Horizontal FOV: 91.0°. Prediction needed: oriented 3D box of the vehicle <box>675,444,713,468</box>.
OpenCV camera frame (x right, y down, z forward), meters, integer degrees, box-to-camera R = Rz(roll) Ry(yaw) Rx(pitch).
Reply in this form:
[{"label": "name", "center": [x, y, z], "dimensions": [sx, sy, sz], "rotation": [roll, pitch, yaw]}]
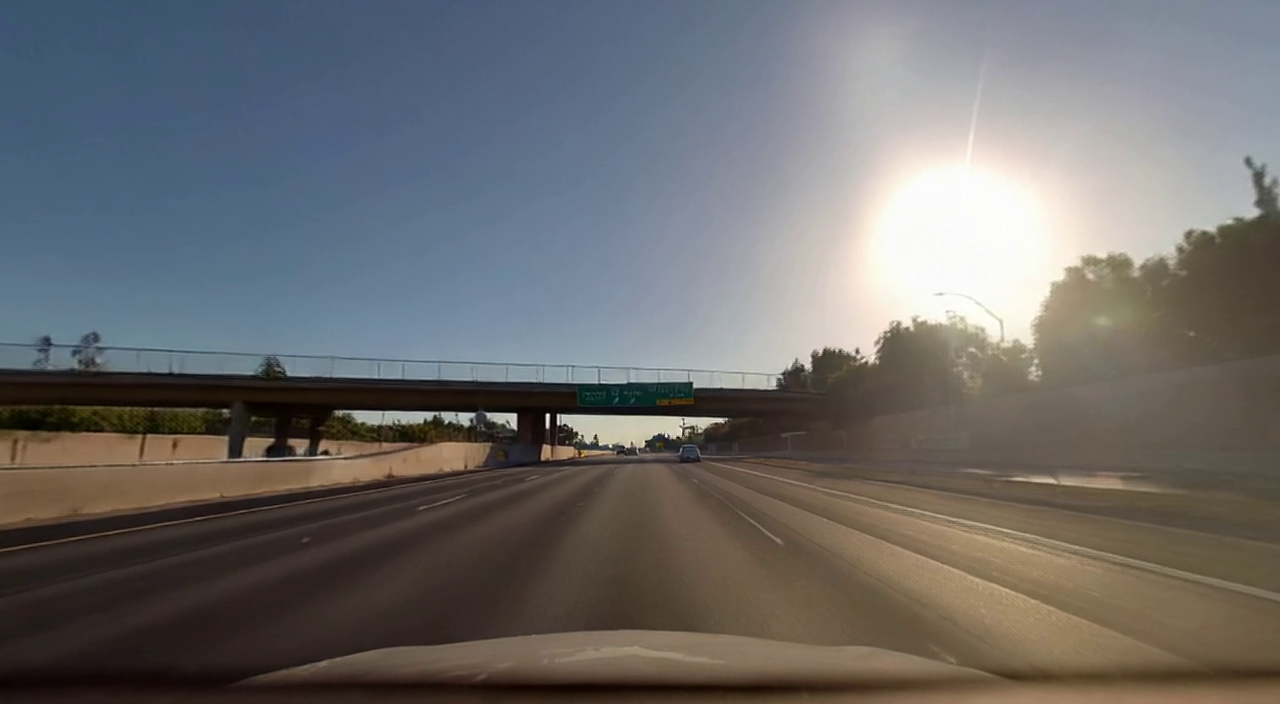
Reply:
[{"label": "vehicle", "center": [3.546, 6.888, 42.025], "dimensions": [2.033, 1.501, 4.398], "rotation": [0, -9, -1]}]
